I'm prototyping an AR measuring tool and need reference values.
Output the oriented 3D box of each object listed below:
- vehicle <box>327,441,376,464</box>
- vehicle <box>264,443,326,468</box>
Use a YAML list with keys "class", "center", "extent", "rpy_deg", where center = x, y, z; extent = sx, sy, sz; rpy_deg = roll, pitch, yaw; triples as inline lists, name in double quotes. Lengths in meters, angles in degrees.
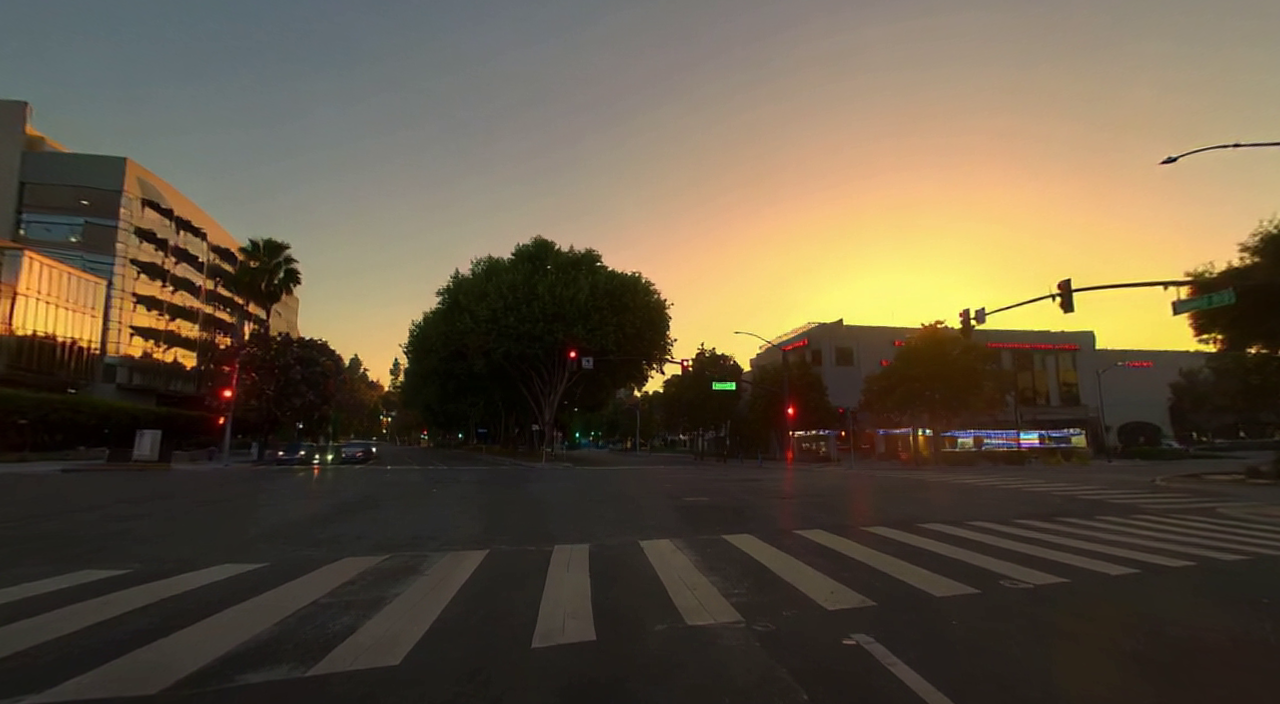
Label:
- class: "vehicle"
  center: [-22.502, 7.851, 49.476]
  extent: [2.023, 1.706, 4.756]
  rpy_deg: [1, -9, -6]
- class: "vehicle"
  center: [-21.850, 6.561, 40.150]
  extent: [2.005, 1.496, 4.020]
  rpy_deg: [1, -9, -6]
